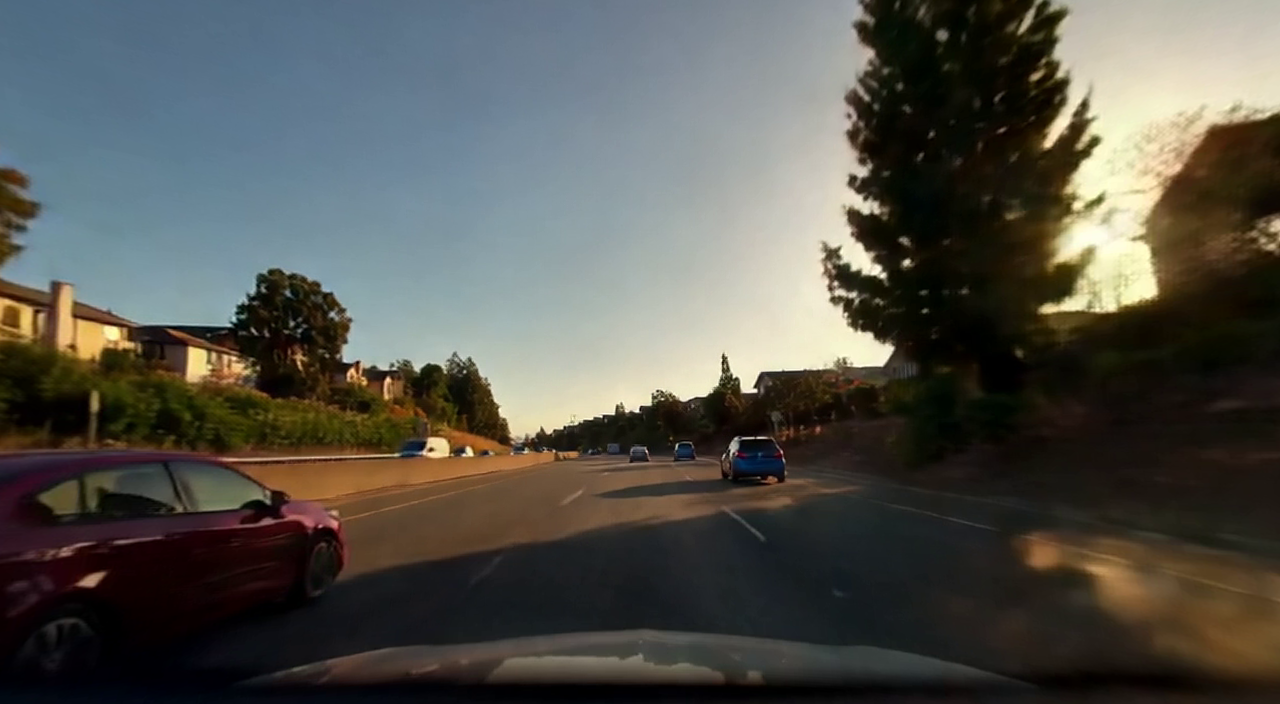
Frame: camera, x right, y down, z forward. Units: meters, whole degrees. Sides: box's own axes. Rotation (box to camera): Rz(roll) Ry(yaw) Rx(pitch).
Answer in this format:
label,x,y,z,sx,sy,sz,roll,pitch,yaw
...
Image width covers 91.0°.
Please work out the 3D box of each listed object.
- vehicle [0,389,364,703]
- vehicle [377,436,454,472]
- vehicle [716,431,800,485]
label,x,y,z,sx,sy,sz,roll,pitch,yaw
vehicle,-3.619,1.073,3.570,2.036,1.528,4.400,0,-9,1
vehicle,-11.706,5.355,33.293,2.284,1.760,4.862,0,-9,0
vehicle,3.988,3.665,22.063,2.092,1.686,4.188,0,-9,-1
